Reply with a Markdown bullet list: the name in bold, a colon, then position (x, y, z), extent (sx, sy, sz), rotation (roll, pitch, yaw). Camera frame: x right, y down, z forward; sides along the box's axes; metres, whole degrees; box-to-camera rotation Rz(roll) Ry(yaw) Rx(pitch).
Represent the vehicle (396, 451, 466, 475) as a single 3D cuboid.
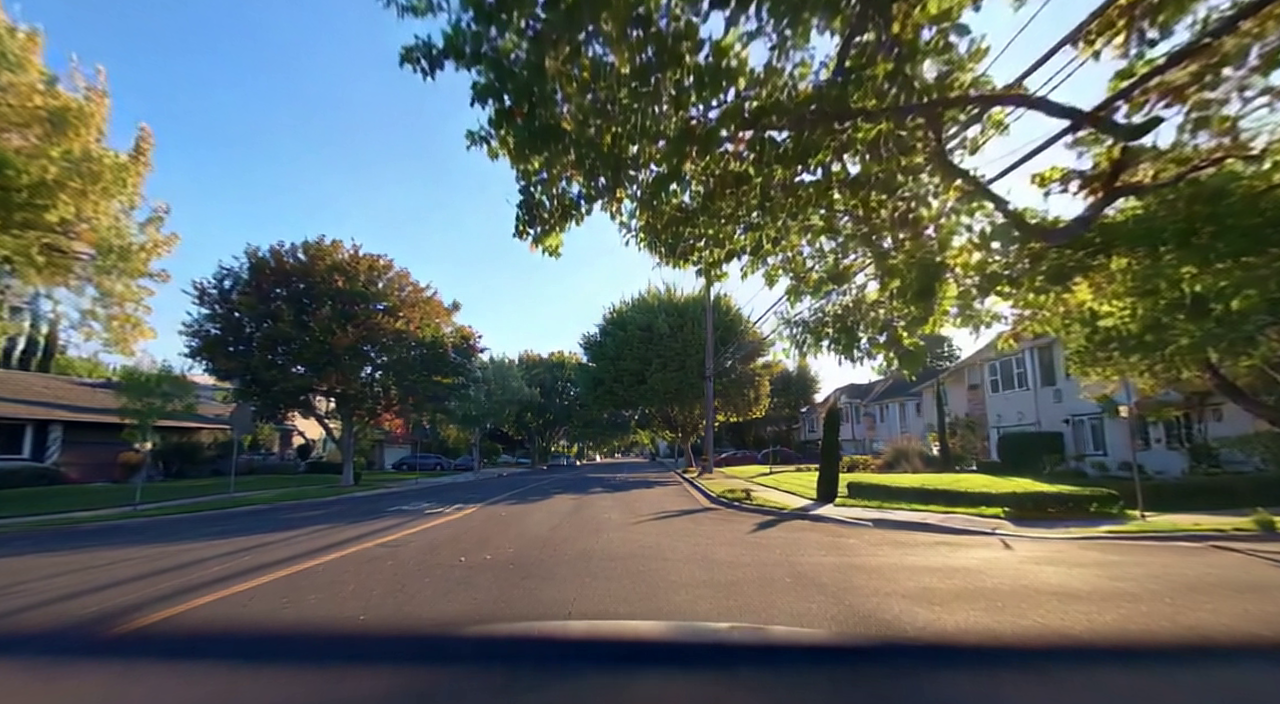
- **vehicle**: position (-15.672, 8.336, 47.487), extent (4.500, 1.714, 1.924), rotation (-1, -9, 6)
